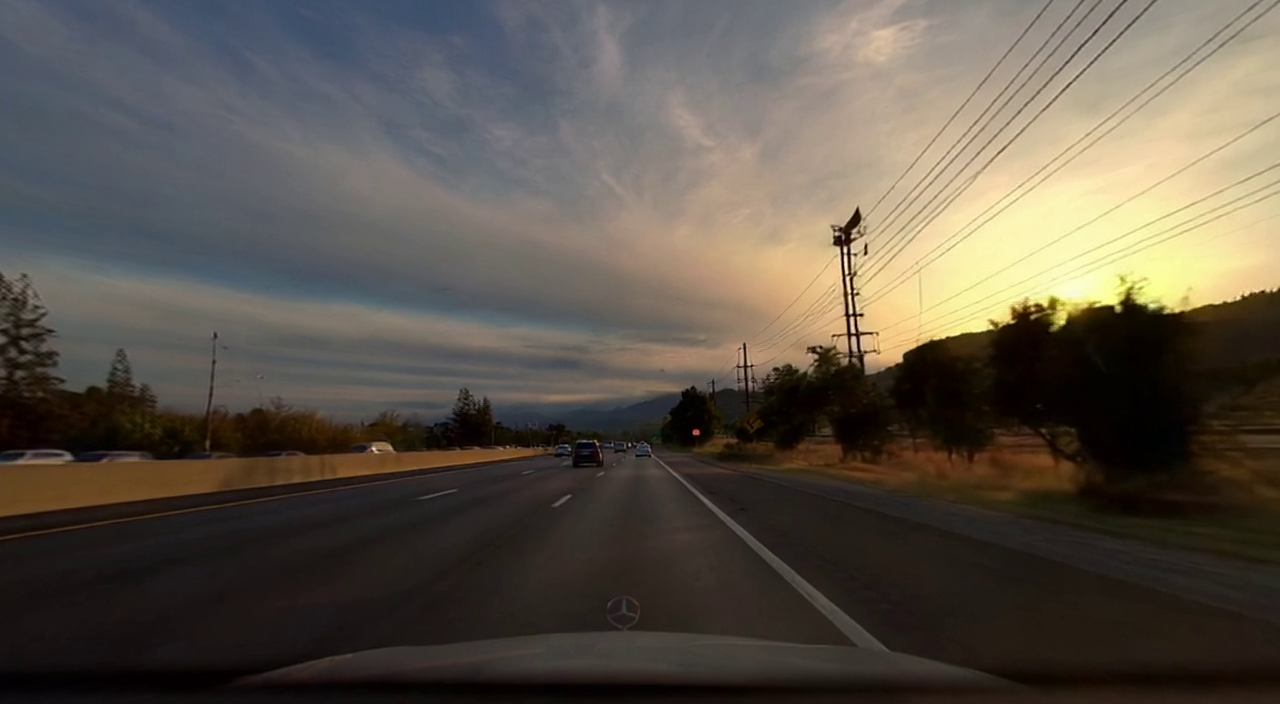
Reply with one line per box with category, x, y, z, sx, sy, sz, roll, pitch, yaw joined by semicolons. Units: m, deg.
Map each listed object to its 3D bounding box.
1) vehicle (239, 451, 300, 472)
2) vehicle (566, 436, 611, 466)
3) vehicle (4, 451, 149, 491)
vehicle;-28.274;8.389;48.247;1.821;1.501;4.492;0;-9;1
vehicle;-3.462;6.818;43.527;2.577;1.939;5.408;0;-9;1
vehicle;-24.021;5.063;27.123;1.989;1.546;4.558;0;-9;0
